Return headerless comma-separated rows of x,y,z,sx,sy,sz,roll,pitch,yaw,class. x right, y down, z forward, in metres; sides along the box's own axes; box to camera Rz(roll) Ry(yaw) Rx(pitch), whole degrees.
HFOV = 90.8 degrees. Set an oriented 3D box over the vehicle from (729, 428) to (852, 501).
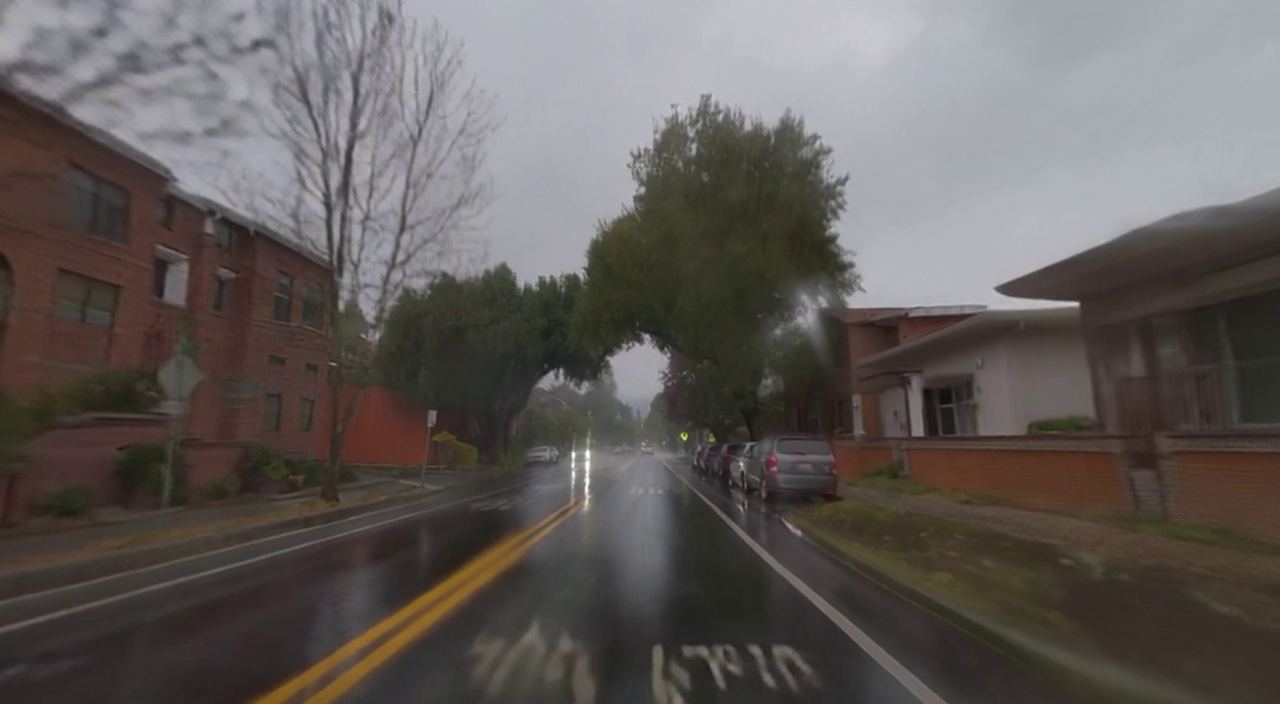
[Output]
3.981,3.064,17.619,1.937,1.752,4.574,1,-8,-5,vehicle
